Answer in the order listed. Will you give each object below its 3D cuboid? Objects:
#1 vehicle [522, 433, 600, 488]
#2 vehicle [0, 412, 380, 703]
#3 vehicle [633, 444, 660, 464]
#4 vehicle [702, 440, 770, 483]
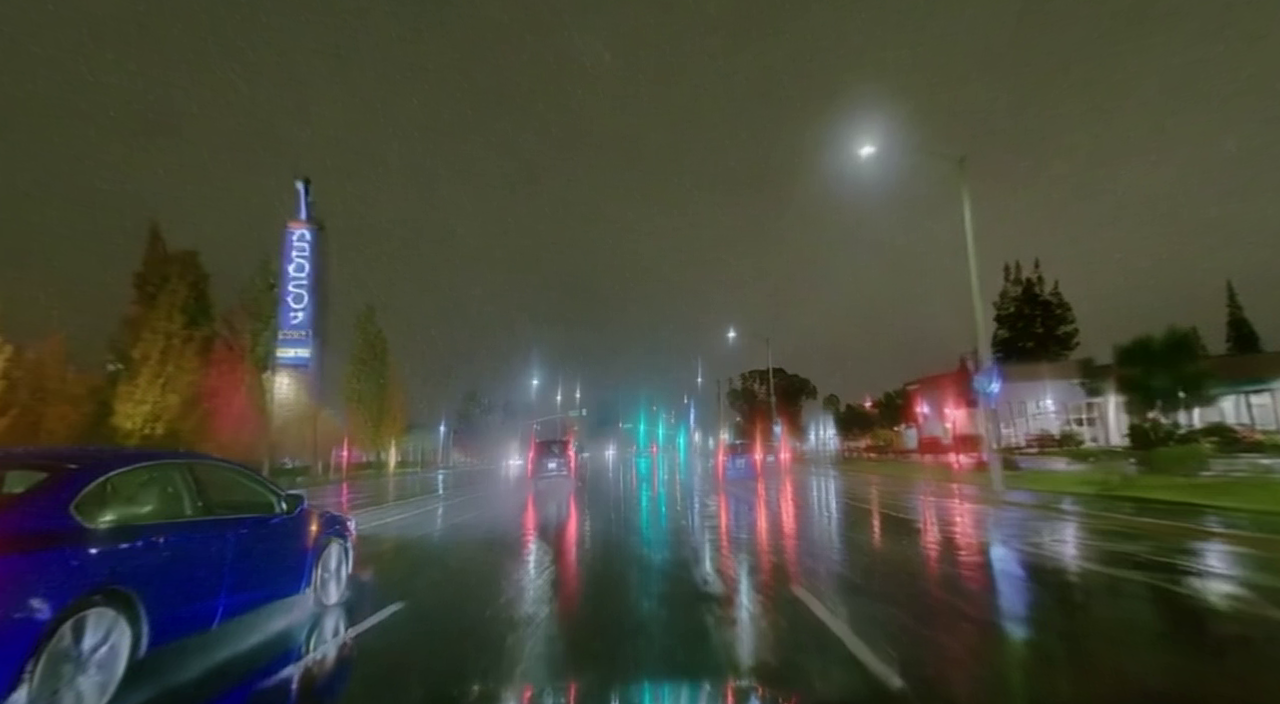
[{"bbox_3d":[-2.793,3.977,23.447,2.193,1.788,4.603,-1,-8,1],"label":"vehicle"},{"bbox_3d":[-3.254,1.055,2.918,1.956,1.460,4.802,-1,-8,1],"label":"vehicle"},{"bbox_3d":[0.486,7.902,49.054,2.069,1.445,3.965,0,-8,0],"label":"vehicle"},{"bbox_3d":[3.568,4.138,24.155,1.904,1.490,4.299,0,-8,0],"label":"vehicle"}]
